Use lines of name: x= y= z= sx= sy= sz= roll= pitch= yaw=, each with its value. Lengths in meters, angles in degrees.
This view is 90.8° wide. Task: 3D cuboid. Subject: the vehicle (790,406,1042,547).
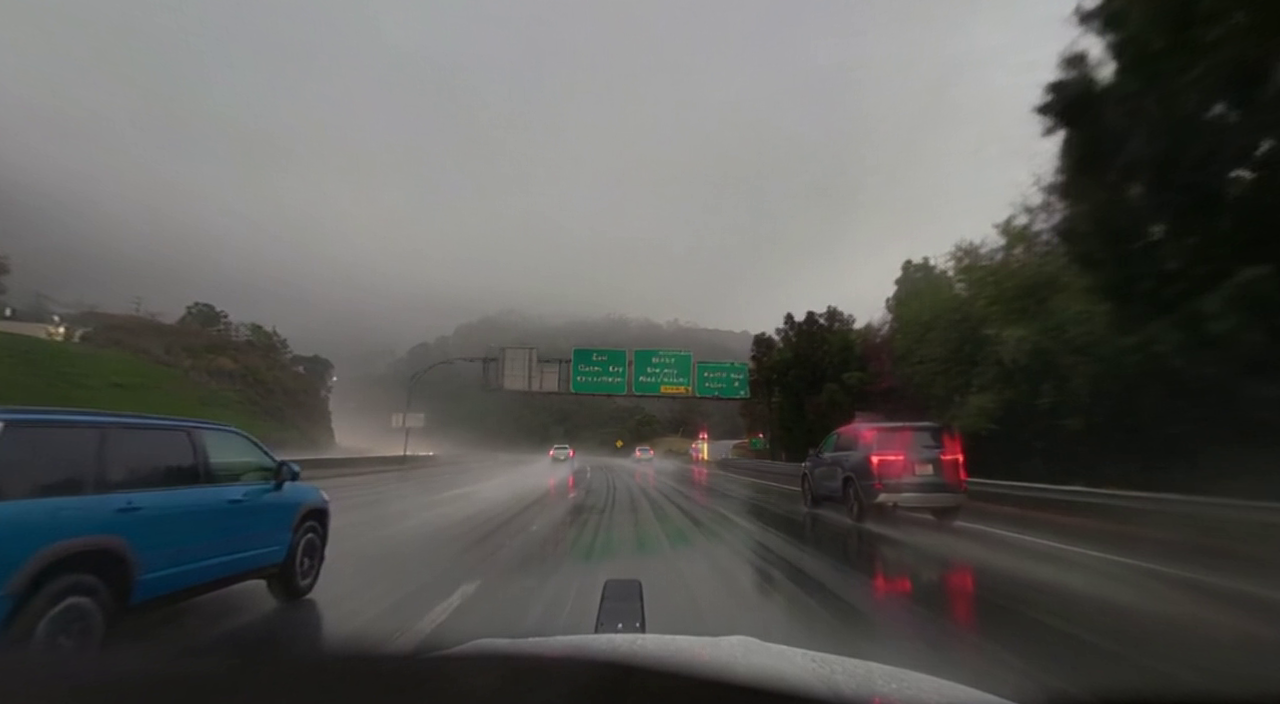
vehicle: x=4.342 y=2.068 z=11.086 sx=2.103 sy=1.903 sz=4.837 roll=0 pitch=-9 yaw=-2

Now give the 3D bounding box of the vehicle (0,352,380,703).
vehicle: x=-3.861 y=1.142 z=4.321 sx=2.213 sy=1.766 sz=4.598 roll=0 pitch=-9 yaw=-1
